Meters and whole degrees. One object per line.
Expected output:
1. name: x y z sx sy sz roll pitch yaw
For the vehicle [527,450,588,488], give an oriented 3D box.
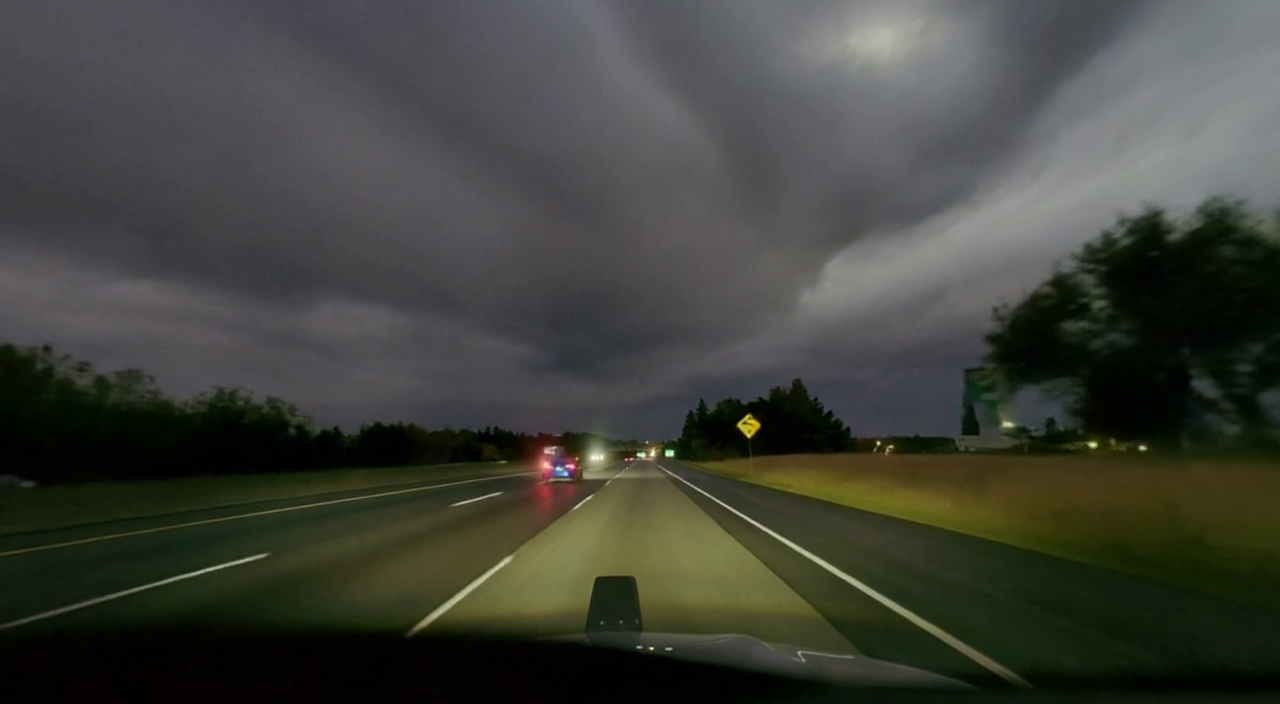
1. vehicle: -3.568 5.158 28.083 2.121 1.537 3.852 0 -9 1
